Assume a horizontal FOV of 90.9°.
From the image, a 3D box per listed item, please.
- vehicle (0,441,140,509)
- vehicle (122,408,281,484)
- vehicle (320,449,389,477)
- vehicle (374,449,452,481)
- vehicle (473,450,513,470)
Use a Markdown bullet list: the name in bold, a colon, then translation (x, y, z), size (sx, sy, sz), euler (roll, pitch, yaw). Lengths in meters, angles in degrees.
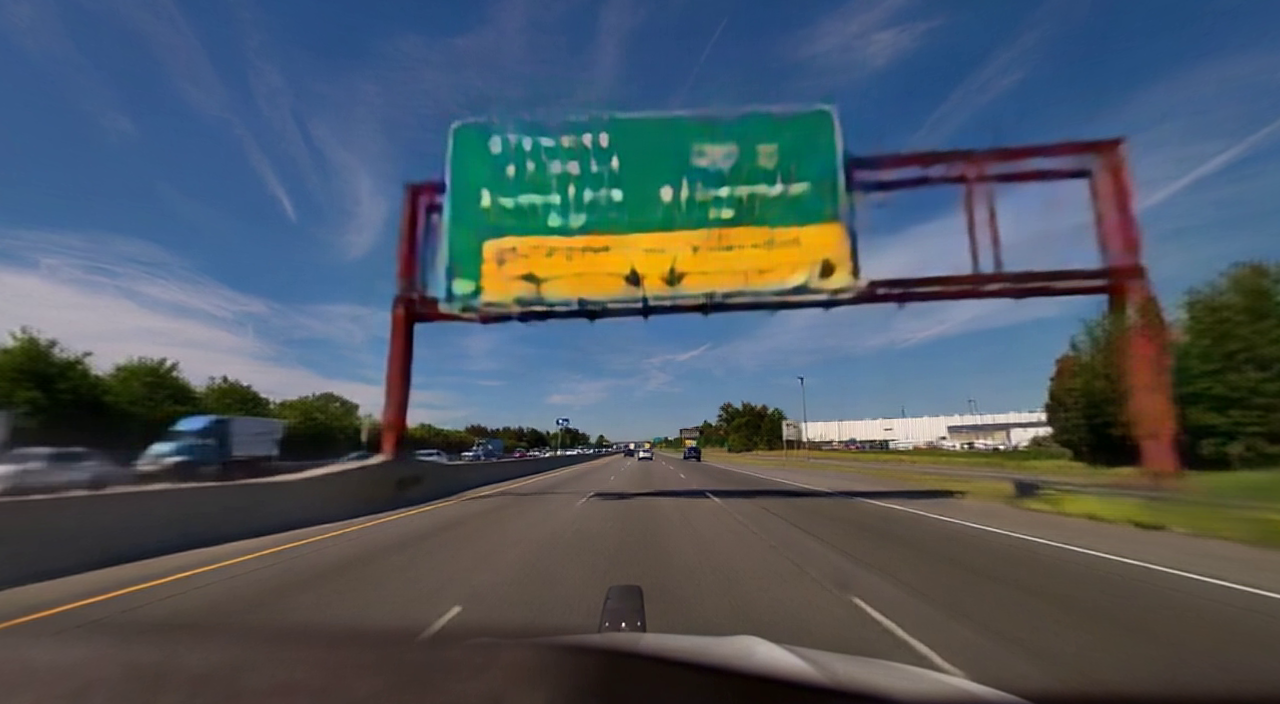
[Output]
- **vehicle**: translation (-15.927, 3.174, 16.593), size (1.881, 1.593, 4.370), euler (0, -9, 0)
- **vehicle**: translation (-19.861, 4.357, 29.148), size (2.453, 3.116, 6.439), euler (-1, -9, 2)
- **vehicle**: translation (-15.795, 6.137, 35.109), size (1.908, 1.460, 4.013), euler (-1, -9, 1)
- **vehicle**: translation (-10.906, 5.437, 30.599), size (1.953, 1.442, 4.571), euler (-1, -9, 2)
- **vehicle**: translation (-11.018, 8.158, 47.654), size (1.847, 1.440, 4.488), euler (-1, -9, 1)
